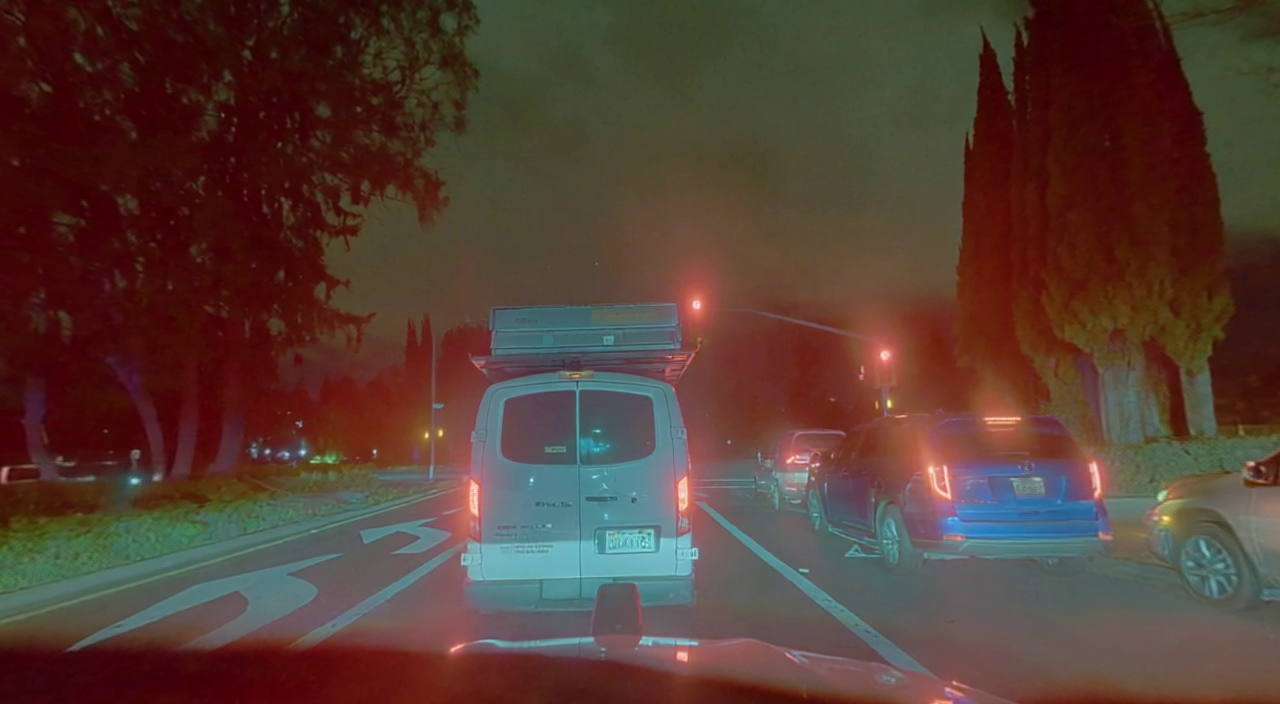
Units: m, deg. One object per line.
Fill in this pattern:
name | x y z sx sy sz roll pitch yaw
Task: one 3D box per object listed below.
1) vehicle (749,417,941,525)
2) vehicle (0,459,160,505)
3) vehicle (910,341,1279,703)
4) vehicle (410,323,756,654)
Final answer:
vehicle | 3.656 2.219 12.266 2.024 1.692 4.252 1 -9 -4
vehicle | -25.666 5.908 28.929 5.241 1.894 2.257 1 -9 -10
vehicle | 3.452 0.943 3.420 1.965 1.671 4.146 0 -9 -3
vehicle | -0.357 1.158 6.203 2.145 2.089 4.309 0 -9 0
